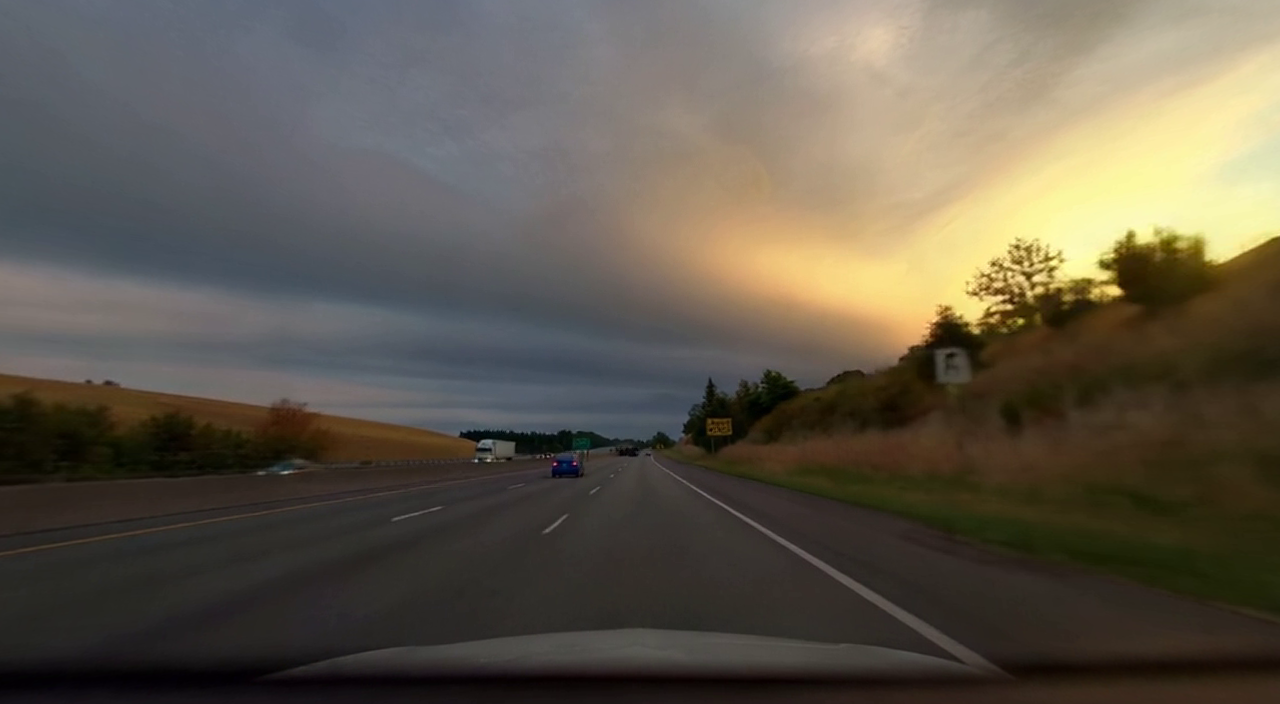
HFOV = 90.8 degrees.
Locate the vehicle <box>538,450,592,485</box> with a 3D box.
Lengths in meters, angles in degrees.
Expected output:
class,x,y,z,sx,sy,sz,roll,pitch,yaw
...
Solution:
class,x,y,z,sx,sy,sz,roll,pitch,yaw
vehicle,-3.553,5.551,30.573,2.121,1.537,3.852,0,-9,0
